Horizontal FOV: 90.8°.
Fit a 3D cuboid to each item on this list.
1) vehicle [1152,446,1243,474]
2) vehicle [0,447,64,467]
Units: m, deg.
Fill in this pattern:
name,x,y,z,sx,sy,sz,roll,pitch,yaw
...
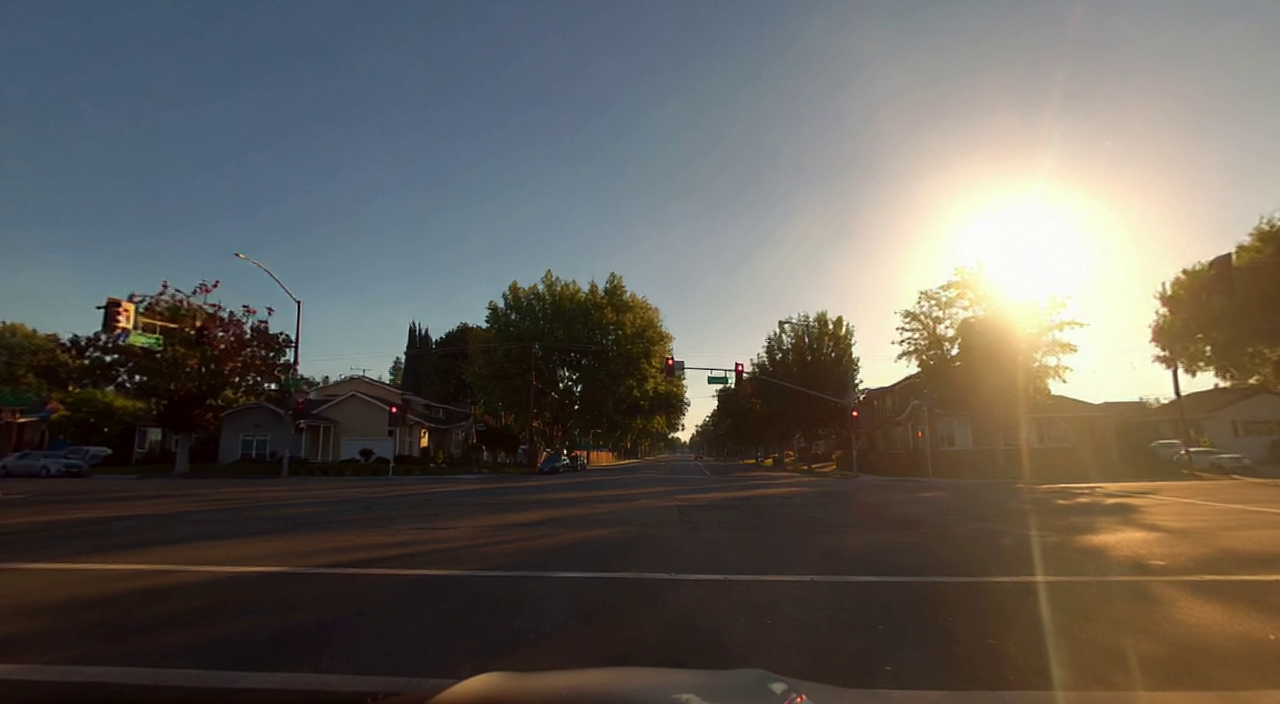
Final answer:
name,x,y,z,sx,sy,sz,roll,pitch,yaw
vehicle,36.783,7.097,41.870,1.853,1.723,4.460,0,-9,-1
vehicle,-44.280,7.522,45.396,3.949,1.422,1.744,0,-9,1
